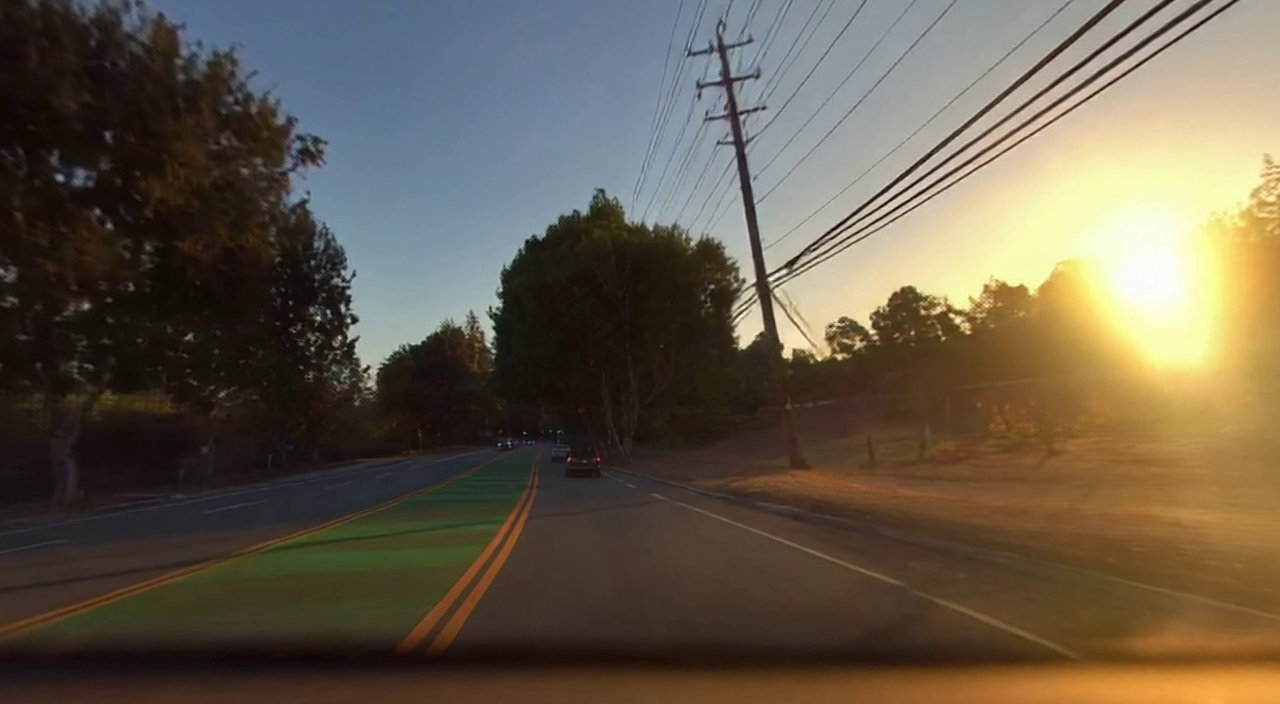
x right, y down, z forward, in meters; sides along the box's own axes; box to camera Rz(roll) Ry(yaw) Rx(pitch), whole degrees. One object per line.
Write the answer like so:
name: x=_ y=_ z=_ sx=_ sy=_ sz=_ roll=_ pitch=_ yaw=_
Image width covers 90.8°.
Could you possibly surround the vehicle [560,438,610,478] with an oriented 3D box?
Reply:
vehicle: x=-2.798 y=5.154 z=31.048 sx=2.140 sy=1.767 sz=4.720 roll=1 pitch=-9 yaw=-9
